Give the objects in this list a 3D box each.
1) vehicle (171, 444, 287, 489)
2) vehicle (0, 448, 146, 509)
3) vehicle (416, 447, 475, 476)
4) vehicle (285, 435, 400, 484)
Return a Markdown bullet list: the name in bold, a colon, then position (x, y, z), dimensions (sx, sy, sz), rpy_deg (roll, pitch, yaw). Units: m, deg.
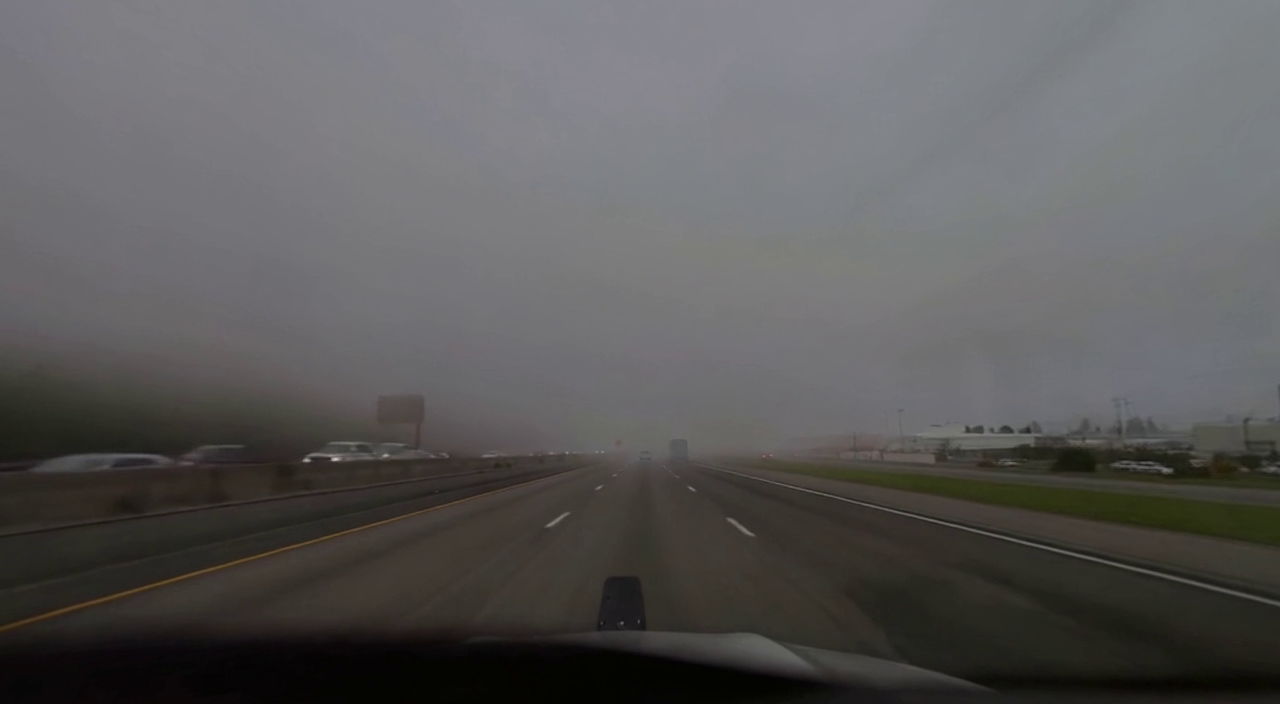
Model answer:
- **vehicle**: position (-16.050, 4.477, 24.870), dimensions (1.892, 1.588, 3.811), rpy_deg (-1, -9, 1)
- **vehicle**: position (-16.106, 3.314, 16.935), dimensions (1.940, 1.436, 4.528), rpy_deg (0, -9, 0)
- **vehicle**: position (-10.820, 6.104, 35.350), dimensions (1.930, 1.455, 4.135), rpy_deg (-1, -9, 1)
- **vehicle**: position (-11.571, 4.233, 25.038), dimensions (2.060, 1.730, 5.120), rpy_deg (0, -9, 0)
